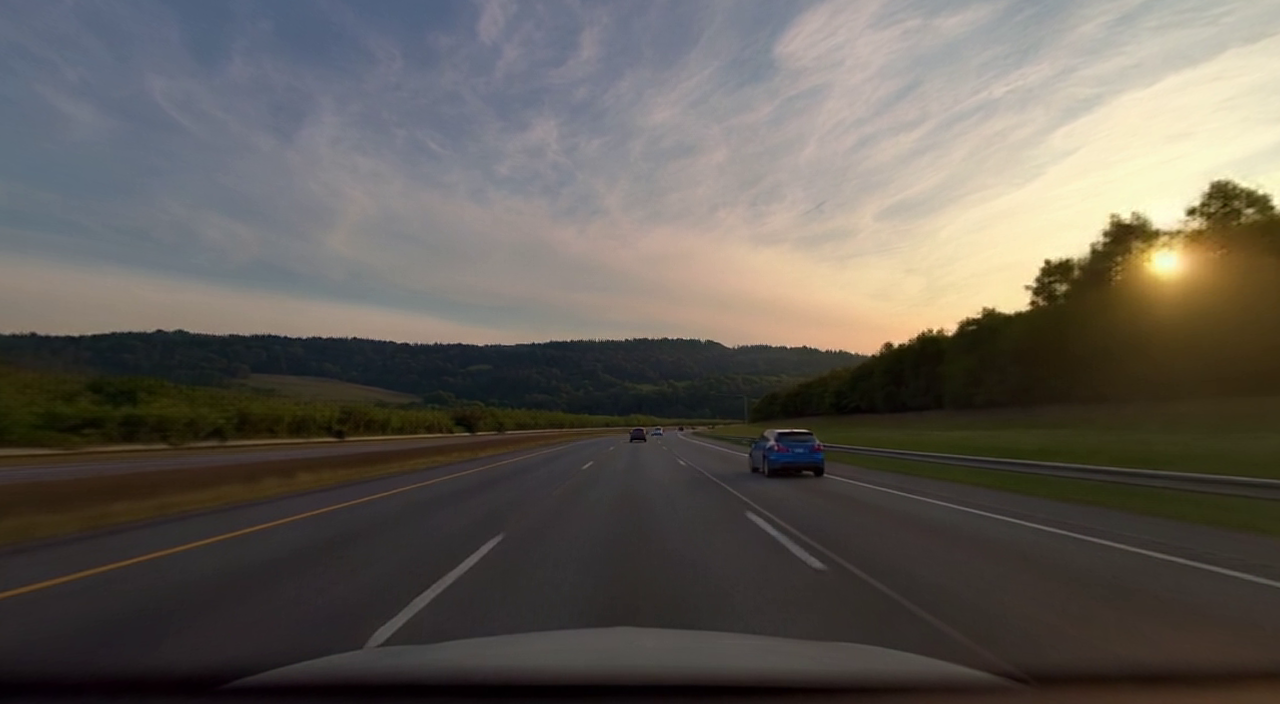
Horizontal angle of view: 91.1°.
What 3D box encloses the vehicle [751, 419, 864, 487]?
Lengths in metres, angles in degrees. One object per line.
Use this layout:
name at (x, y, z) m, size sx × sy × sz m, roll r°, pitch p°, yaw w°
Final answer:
vehicle at (4.070, 2.500, 15.916) m, size 1.765 × 1.510 × 3.762 m, roll 0°, pitch -8°, yaw -1°
